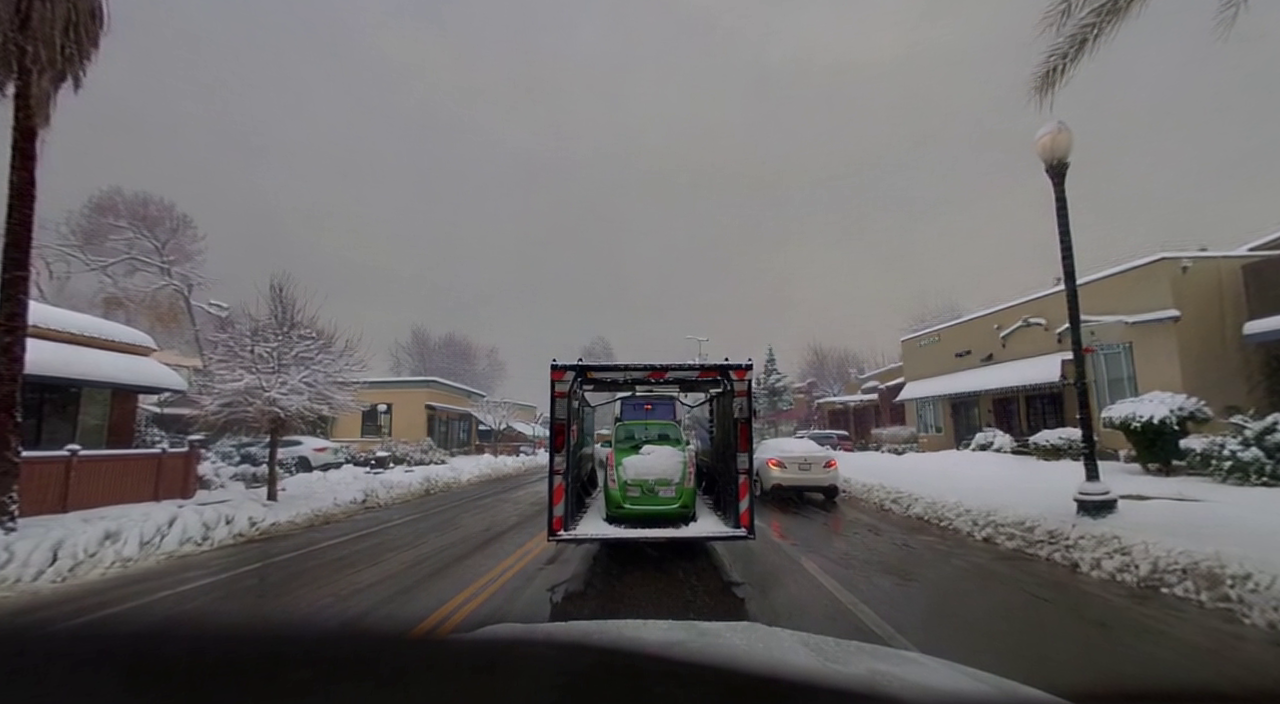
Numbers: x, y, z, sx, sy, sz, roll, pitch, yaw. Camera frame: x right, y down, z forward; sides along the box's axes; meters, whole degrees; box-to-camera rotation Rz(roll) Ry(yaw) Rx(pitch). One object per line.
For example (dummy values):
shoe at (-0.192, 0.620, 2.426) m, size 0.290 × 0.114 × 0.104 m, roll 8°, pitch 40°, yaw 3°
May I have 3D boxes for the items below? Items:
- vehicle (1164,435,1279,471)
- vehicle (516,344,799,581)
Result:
vehicle at (28.576, 4.890, 30.603) m, size 4.193 × 1.633 × 1.928 m, roll -4°, pitch -9°, yaw 26°
vehicle at (0.185, 1.542, 9.420) m, size 2.728 × 2.305 × 6.506 m, roll 0°, pitch -8°, yaw 0°
